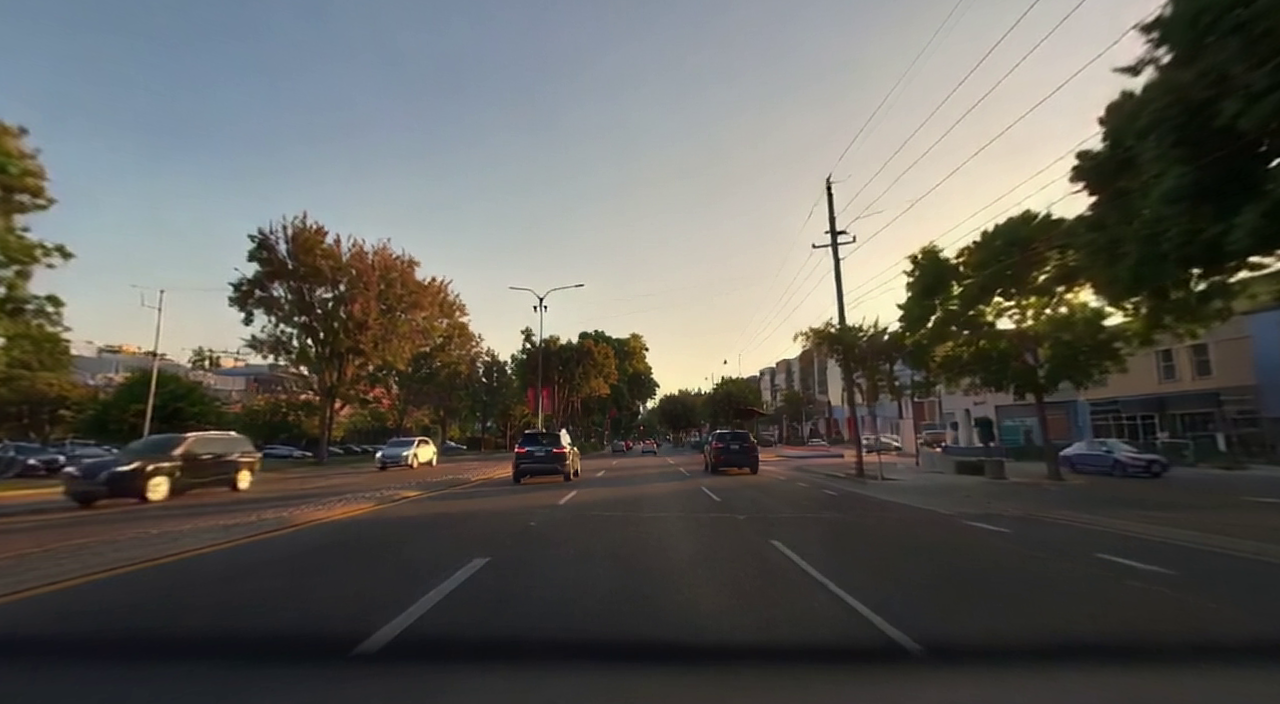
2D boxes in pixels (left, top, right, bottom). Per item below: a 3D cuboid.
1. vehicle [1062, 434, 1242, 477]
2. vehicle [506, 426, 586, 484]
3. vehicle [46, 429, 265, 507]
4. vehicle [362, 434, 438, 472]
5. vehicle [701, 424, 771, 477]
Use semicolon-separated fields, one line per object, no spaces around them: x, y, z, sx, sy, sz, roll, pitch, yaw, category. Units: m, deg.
18.433;3.740;22.809;4.642;1.450;2.087;0;-8;2;vehicle
-3.115;3.509;21.711;2.014;1.775;4.404;0;-8;1;vehicle
-12.108;2.906;16.211;1.998;1.705;4.465;0;-8;1;vehicle
-12.027;5.093;31.855;2.023;1.729;4.478;0;-8;1;vehicle
3.733;3.923;25.222;2.024;1.921;4.431;0;-8;-1;vehicle
